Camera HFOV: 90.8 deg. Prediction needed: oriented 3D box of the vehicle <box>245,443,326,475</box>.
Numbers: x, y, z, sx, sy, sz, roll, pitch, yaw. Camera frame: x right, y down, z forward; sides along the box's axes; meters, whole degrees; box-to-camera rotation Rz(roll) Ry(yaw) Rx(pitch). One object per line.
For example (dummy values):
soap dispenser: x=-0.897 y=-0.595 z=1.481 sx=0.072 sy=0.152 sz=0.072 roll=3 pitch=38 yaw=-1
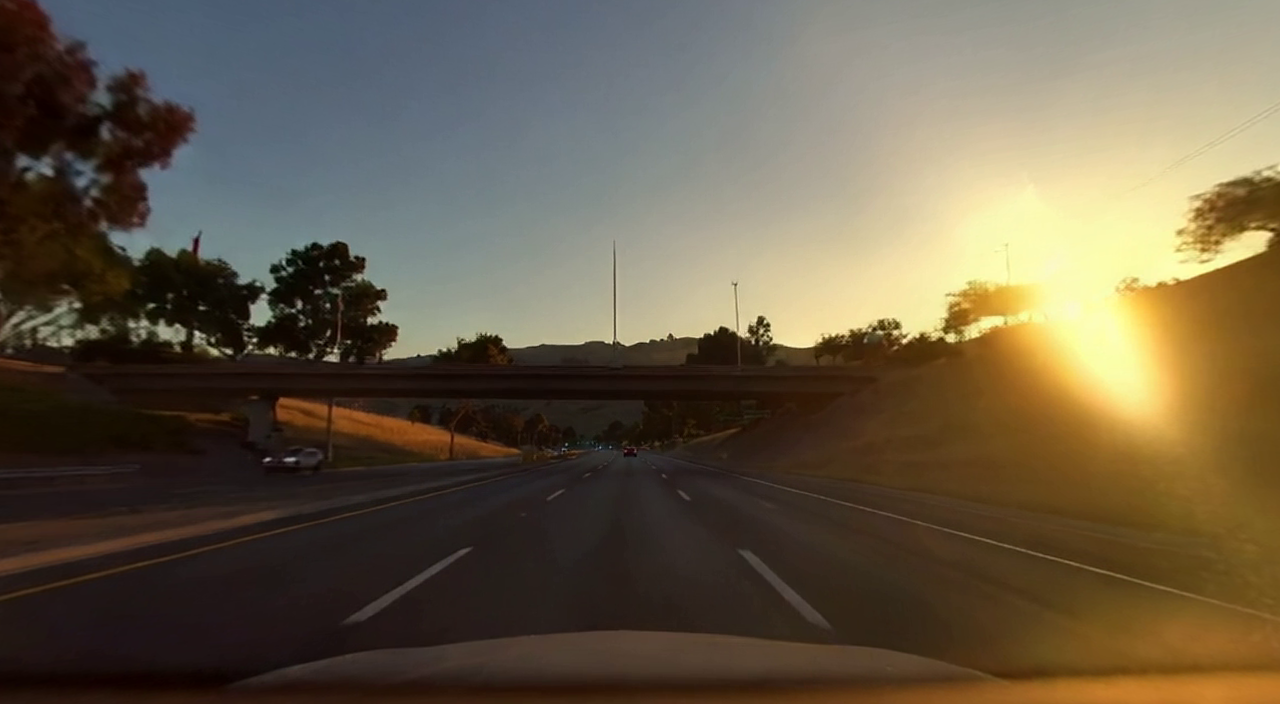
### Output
vehicle: x=-21.778 y=6.580 z=39.114 sx=2.145 sy=1.860 sz=4.909 roll=0 pitch=-9 yaw=0
